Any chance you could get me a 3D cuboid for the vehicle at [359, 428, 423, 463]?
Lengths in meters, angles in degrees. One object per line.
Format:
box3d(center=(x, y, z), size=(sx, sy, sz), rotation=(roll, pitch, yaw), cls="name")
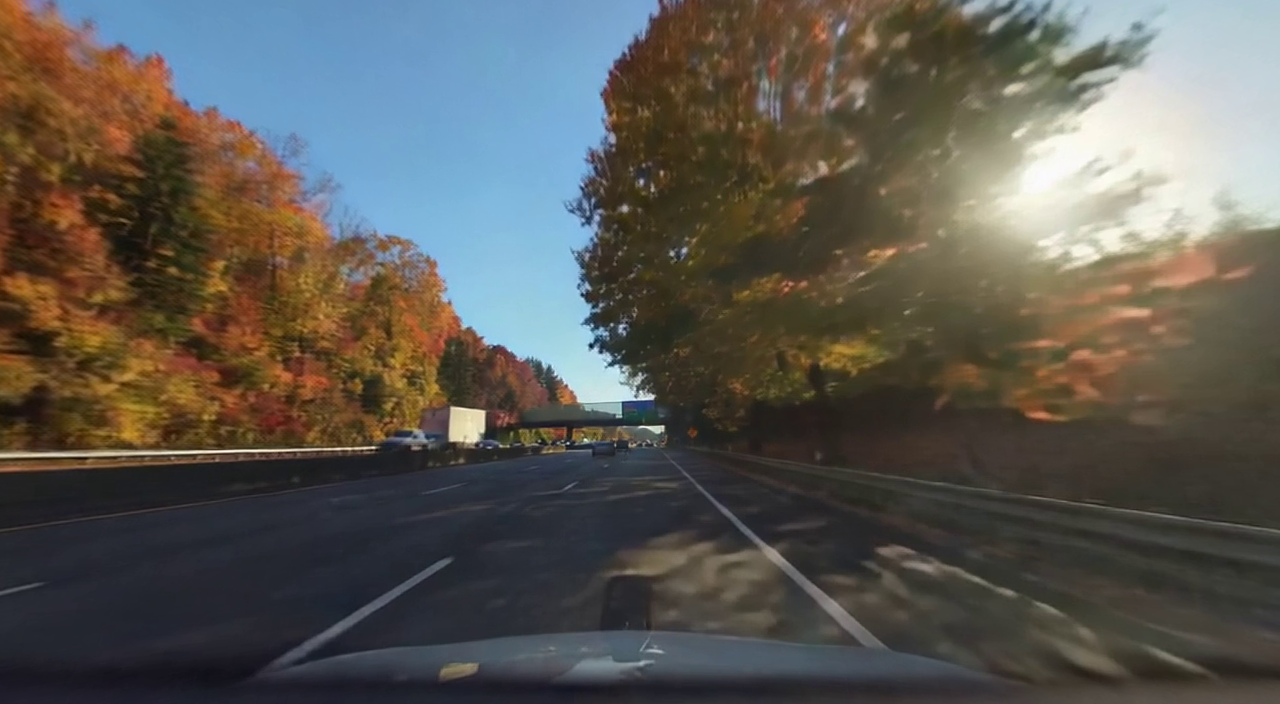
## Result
box3d(center=(-18.530, 6.995, 47.212), size=(2.280, 2.481, 5.795), rotation=(0, -8, 2), cls="vehicle")
